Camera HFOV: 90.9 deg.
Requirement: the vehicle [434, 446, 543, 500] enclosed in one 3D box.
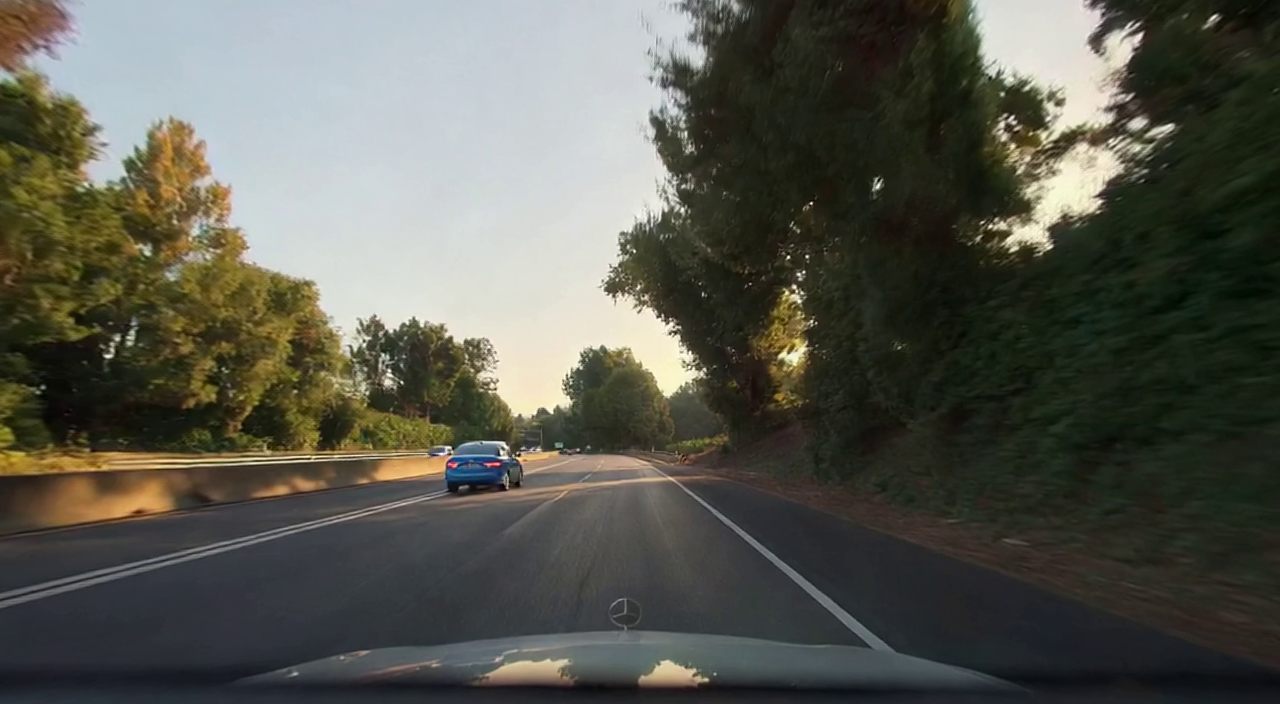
[{"bbox_3d":[-4.354,3.544,18.910,2.126,1.411,4.433,0,-9,1],"label":"vehicle"}]
